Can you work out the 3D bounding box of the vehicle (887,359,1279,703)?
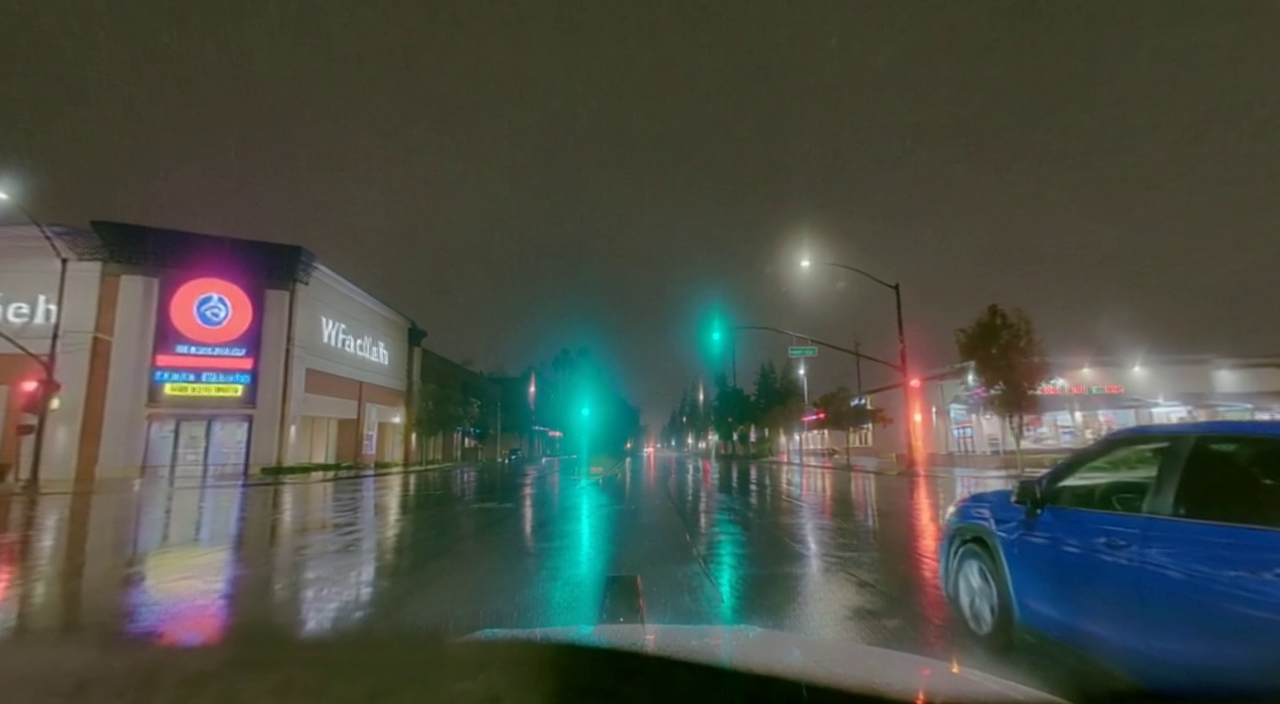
[{"bbox_3d":[3.110,0.956,2.780,2.015,1.641,4.995,0,-9,0],"label":"vehicle"}]
